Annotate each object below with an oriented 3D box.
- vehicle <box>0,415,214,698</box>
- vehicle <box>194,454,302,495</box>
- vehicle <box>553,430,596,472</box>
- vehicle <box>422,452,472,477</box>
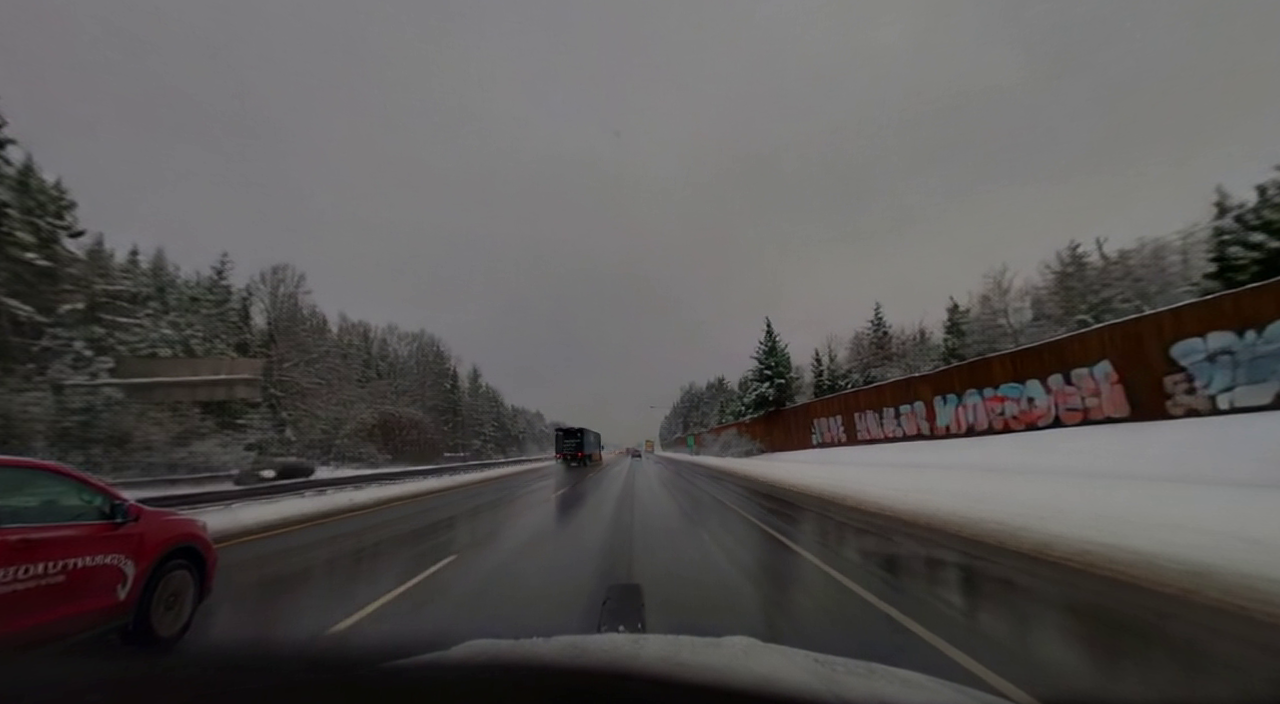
[{"bbox_3d":[-4.404,0.987,2.680,2.024,1.476,4.466,-1,-9,1],"label":"vehicle"},{"bbox_3d":[-17.038,5.305,27.697,1.917,1.597,4.357,-1,-9,0],"label":"vehicle"},{"bbox_3d":[-4.176,6.447,41.231,2.305,2.517,5.486,0,-9,0],"label":"vehicle"},{"bbox_3d":[-12.356,7.244,40.671,1.800,1.477,4.461,0,-9,0],"label":"vehicle"}]
